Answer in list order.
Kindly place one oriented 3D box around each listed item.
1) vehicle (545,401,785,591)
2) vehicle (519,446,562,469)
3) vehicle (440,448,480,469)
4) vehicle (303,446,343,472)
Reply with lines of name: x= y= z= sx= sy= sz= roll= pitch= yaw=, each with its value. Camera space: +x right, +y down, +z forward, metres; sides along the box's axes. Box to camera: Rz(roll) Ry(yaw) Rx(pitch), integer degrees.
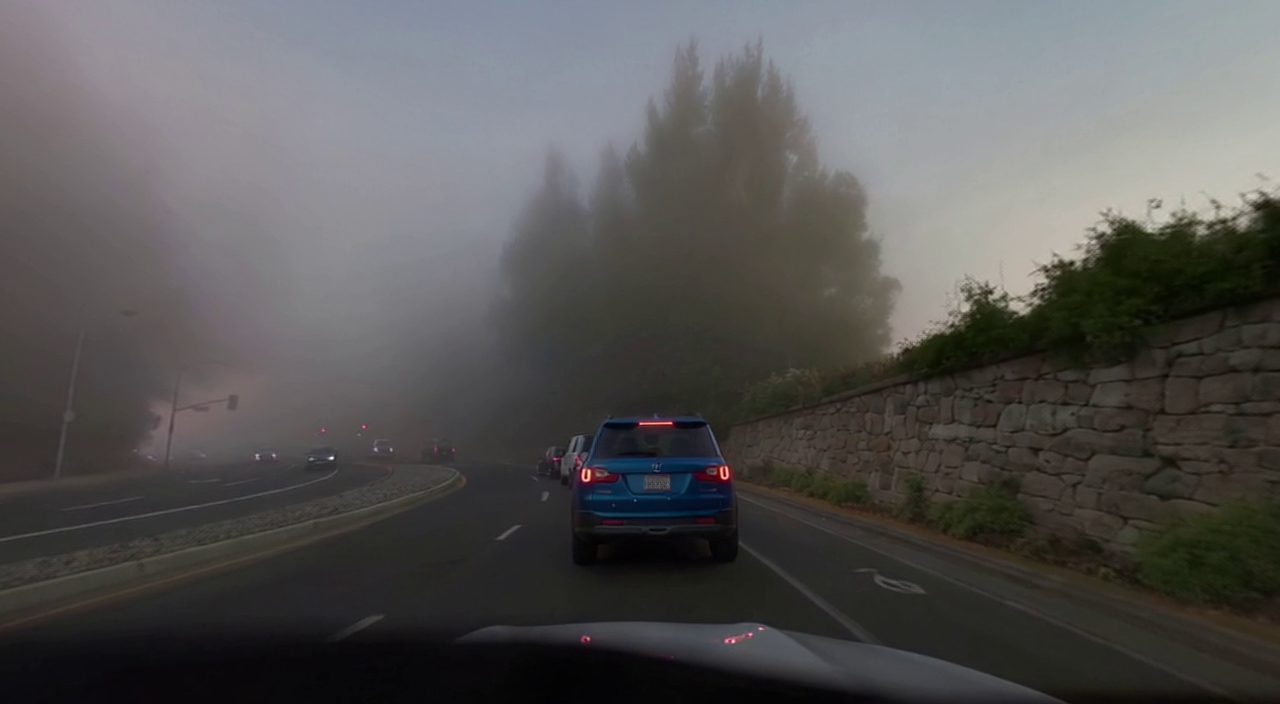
vehicle: x=0.067 y=1.669 z=8.205 sx=2.287 sy=1.762 sz=4.269 roll=1 pitch=-8 yaw=-5
vehicle: x=-6.957 y=7.253 z=43.878 sx=1.932 sy=1.488 sz=4.578 roll=3 pitch=-9 yaw=-21
vehicle: x=-13.421 y=7.863 z=46.948 sx=2.023 sy=1.474 sz=4.286 roll=4 pitch=-9 yaw=-26
vehicle: x=-22.383 y=7.509 z=44.568 sx=2.317 sy=1.695 sz=4.538 roll=4 pitch=-9 yaw=-27
